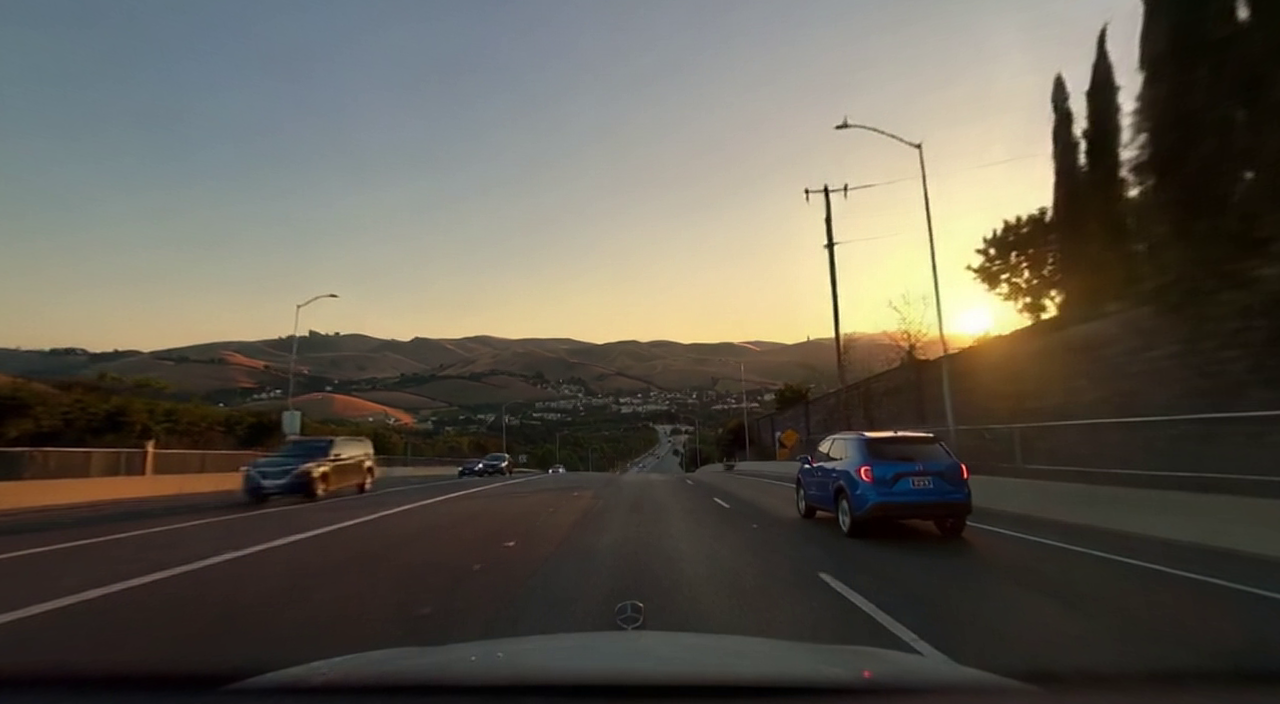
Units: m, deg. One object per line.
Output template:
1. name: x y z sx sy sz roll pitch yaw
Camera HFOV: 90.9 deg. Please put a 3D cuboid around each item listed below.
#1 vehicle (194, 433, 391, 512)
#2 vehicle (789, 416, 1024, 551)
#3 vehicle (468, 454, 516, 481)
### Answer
1. vehicle: -10.364 3.618 19.667 2.597 2.034 6.006 -1 -8 1
2. vehicle: 3.994 2.034 10.444 1.989 1.730 4.324 -1 -8 1
3. vehicle: -10.403 8.129 44.695 2.144 1.762 4.604 -1 -8 1
